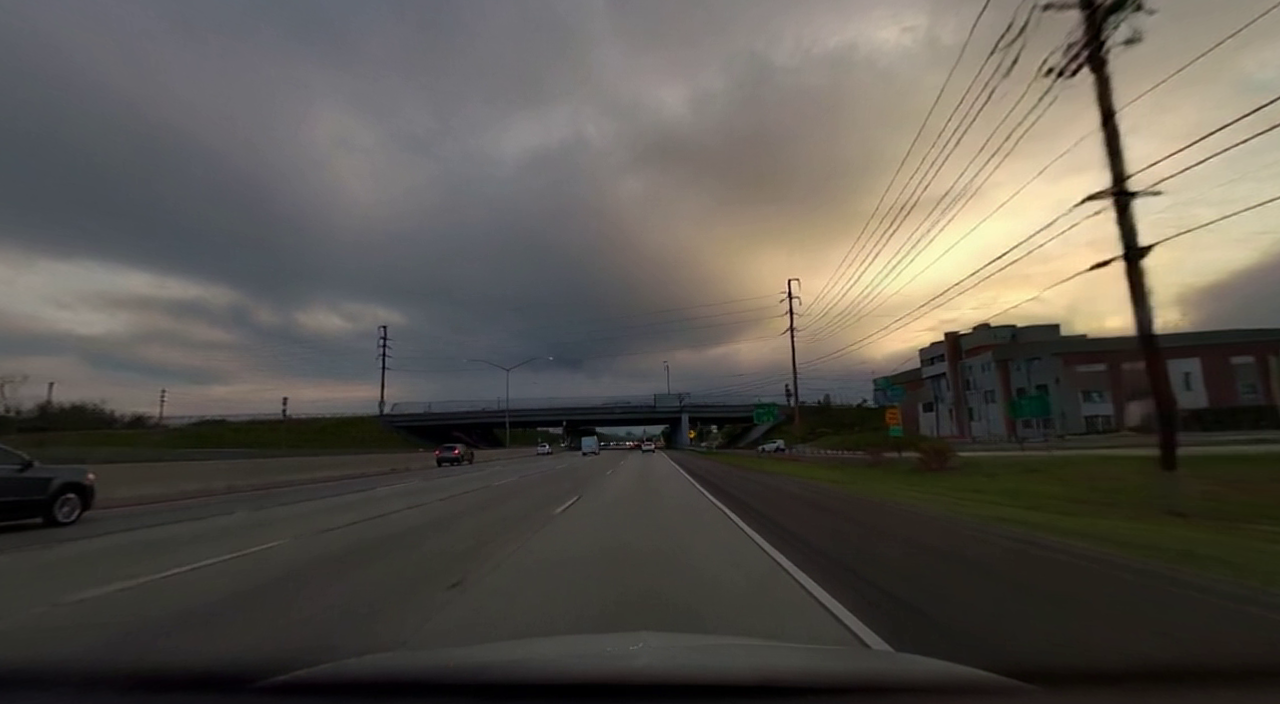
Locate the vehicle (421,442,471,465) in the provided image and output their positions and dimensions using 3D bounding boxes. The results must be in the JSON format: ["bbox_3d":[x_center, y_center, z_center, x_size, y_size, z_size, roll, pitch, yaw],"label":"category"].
[{"bbox_3d":[-13.527,7.093,44.210,1.988,1.477,4.442,0,-8,1],"label":"vehicle"}]

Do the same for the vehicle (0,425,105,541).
[{"bbox_3d":[-10.312,1.801,8.502,2.122,1.655,4.533,0,-8,1],"label":"vehicle"}]
